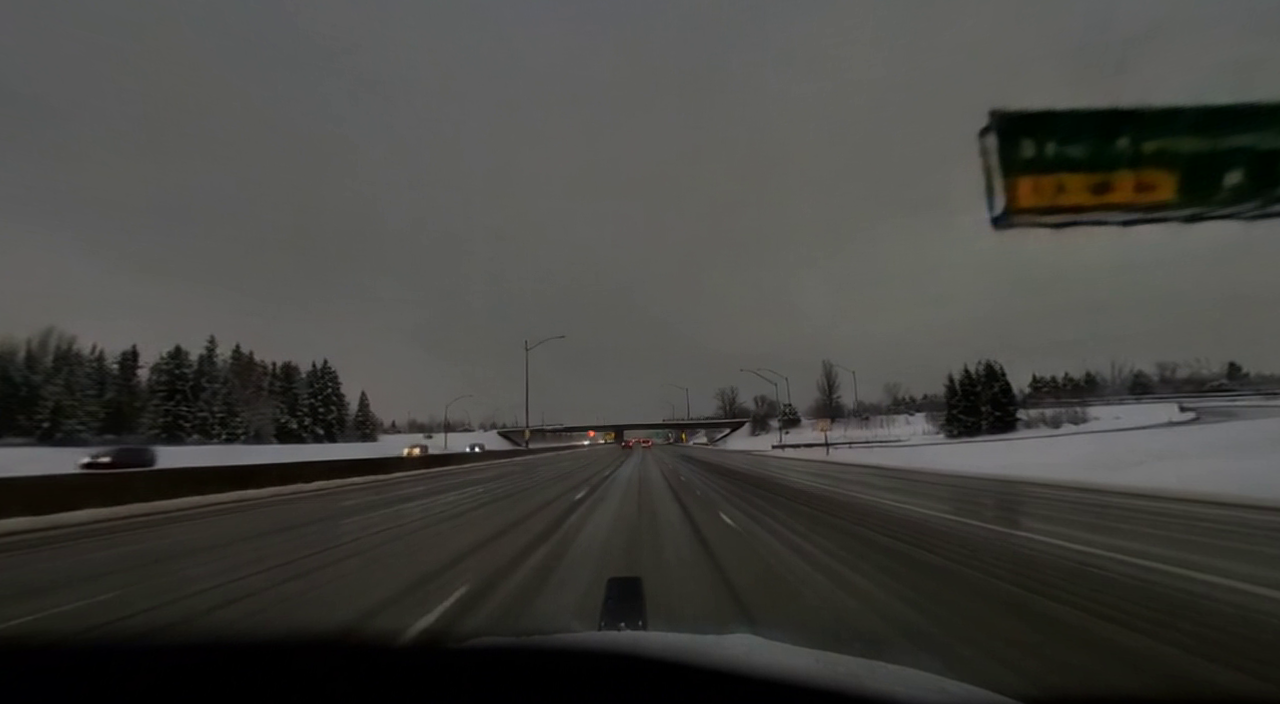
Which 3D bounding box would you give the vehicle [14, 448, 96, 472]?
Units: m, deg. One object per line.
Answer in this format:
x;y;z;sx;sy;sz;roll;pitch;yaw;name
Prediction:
-37.834;6.953;40.886;1.787;1.431;3.696;0;-8;-2;vehicle
